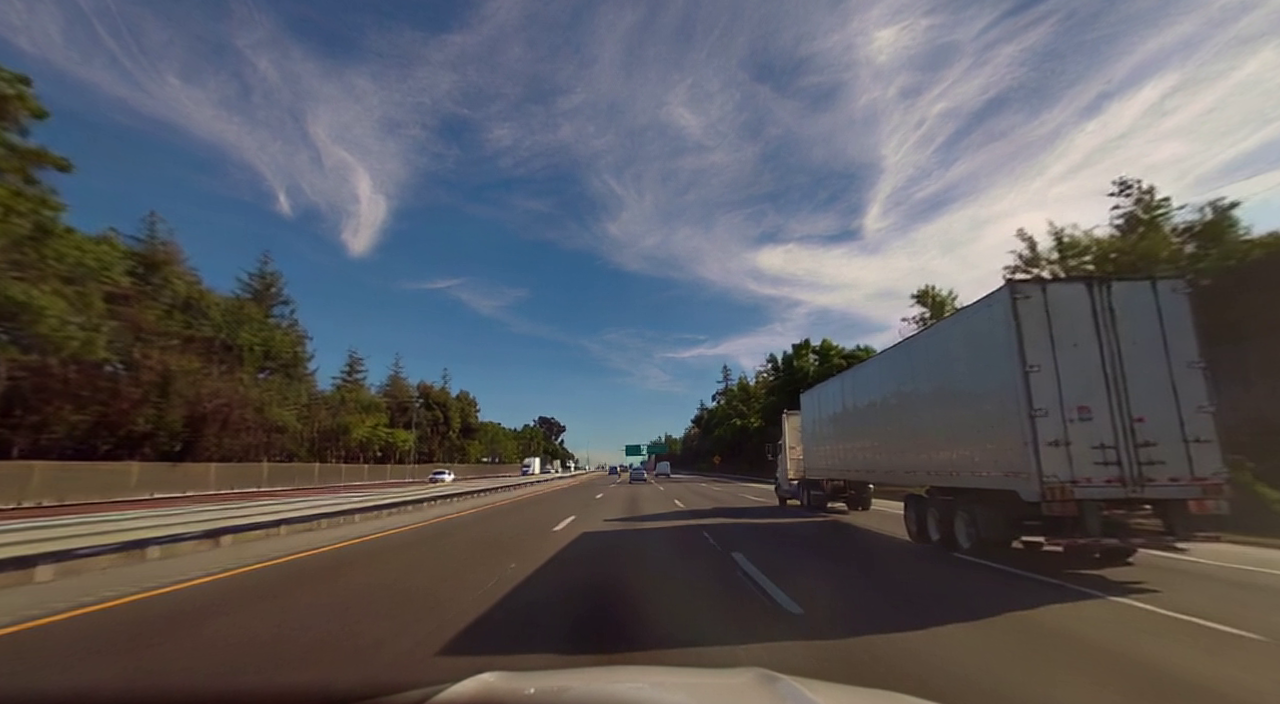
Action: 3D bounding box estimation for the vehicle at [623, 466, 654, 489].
[{"bbox_3d":[-0.111,8.687,43.709,2.029,1.459,3.684,1,-10,0],"label":"vehicle"}]

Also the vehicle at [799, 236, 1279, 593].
[{"bbox_3d":[6.851,1.872,14.028,2.926,4.073,13.836,1,-10,0],"label":"vehicle"}]
